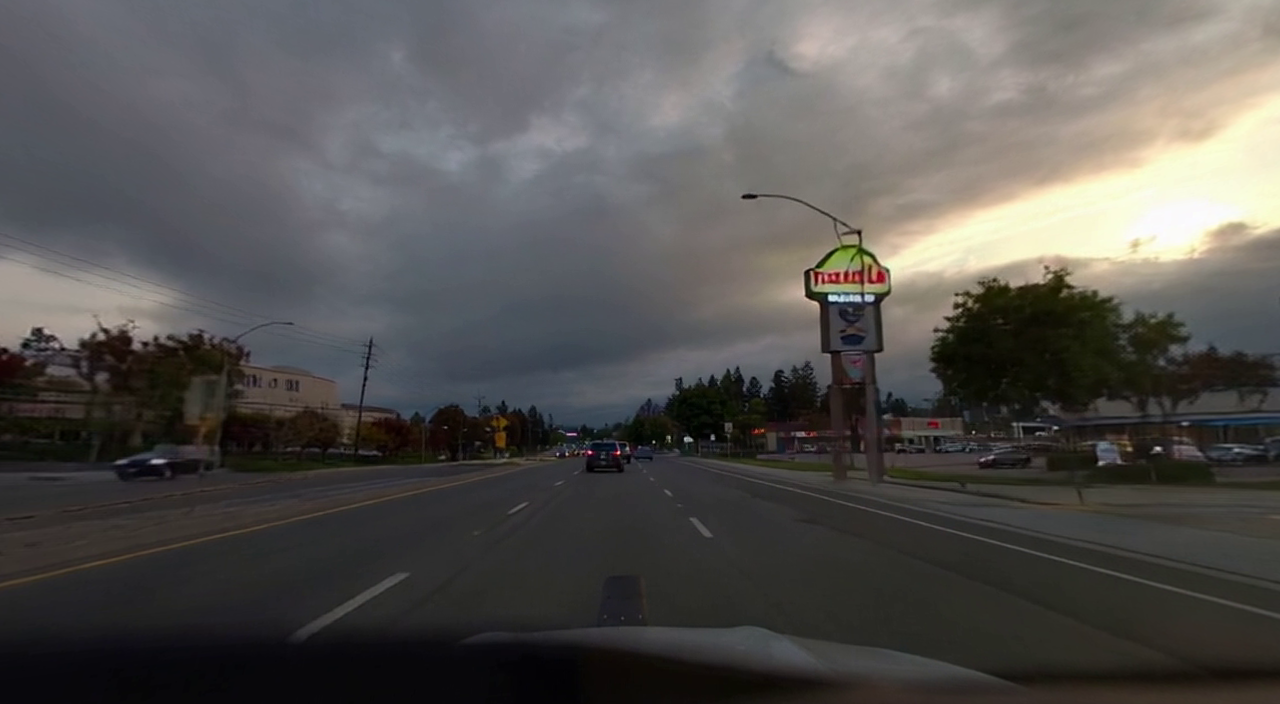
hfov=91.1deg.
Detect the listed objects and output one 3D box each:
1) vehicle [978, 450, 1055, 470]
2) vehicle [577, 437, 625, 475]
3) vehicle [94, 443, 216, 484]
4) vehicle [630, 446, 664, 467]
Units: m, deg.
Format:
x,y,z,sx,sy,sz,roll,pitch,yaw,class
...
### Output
x,y,z,sx,sy,sz,roll,pitch,yaw,class
27.379,7.862,45.700,4.375,1.400,2.017,1,-9,-5,vehicle
-2.057,5.676,34.524,2.222,1.899,5.006,0,-9,1,vehicle
-22.003,5.047,28.766,2.039,1.730,4.559,1,-9,-2,vehicle
0.456,7.806,47.193,2.113,1.446,4.309,1,-9,-6,vehicle
